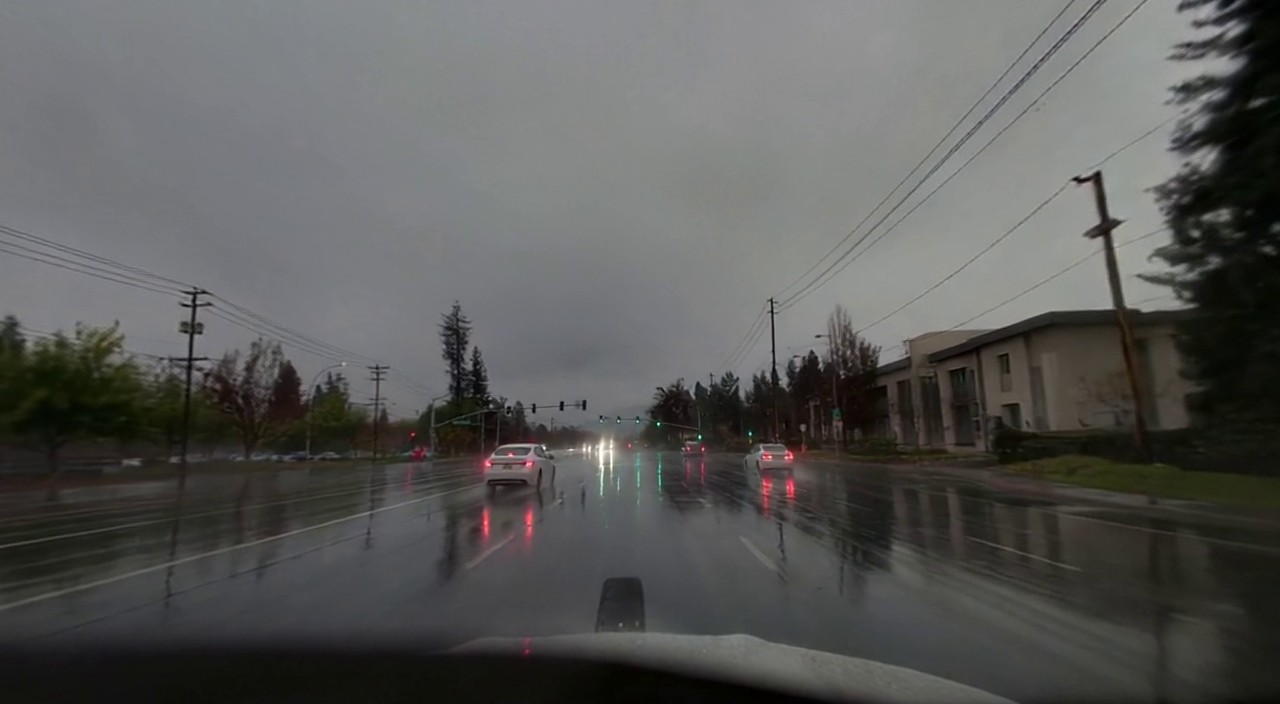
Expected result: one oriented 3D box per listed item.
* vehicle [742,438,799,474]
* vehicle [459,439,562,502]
[{"bbox_3d":[6.613,5.303,32.440,1.945,1.706,4.190,0,-8,-1],"label":"vehicle"},{"bbox_3d":[-3.318,3.116,17.075,1.837,1.463,4.311,0,-8,0],"label":"vehicle"}]
